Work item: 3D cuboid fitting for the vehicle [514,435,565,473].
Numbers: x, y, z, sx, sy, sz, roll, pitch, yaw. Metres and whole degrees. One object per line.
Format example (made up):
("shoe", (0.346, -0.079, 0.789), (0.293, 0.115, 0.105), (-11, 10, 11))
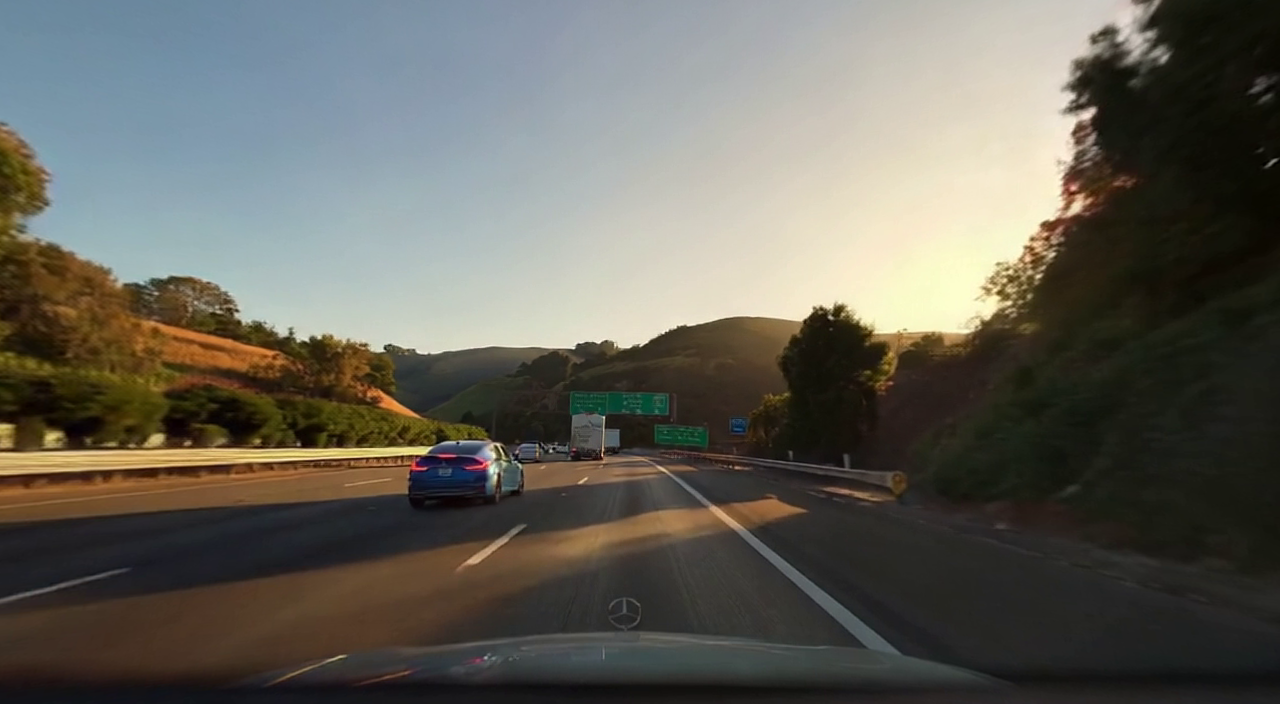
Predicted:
("vehicle", (-5.052, 5.191, 32.193), (2.081, 1.740, 4.268), (1, -9, -2))

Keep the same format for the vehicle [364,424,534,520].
("vehicle", (-3.818, 2.506, 13.658), (2.180, 1.685, 4.668), (0, -9, 0))
